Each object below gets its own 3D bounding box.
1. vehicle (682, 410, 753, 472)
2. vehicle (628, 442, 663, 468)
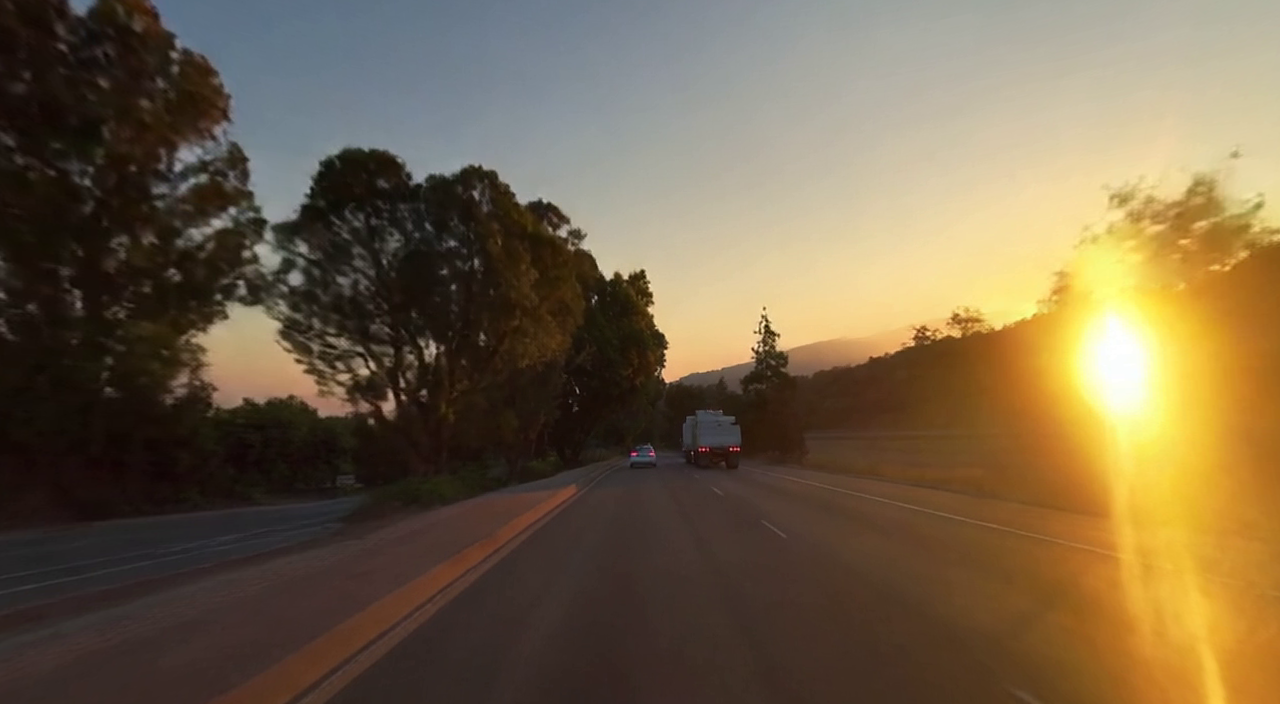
[{"bbox_3d":[4.290,5.167,36.544,3.015,3.211,7.982,0,-8,-1],"label":"vehicle"},{"bbox_3d":[0.373,6.624,40.722,2.170,1.544,4.373,0,-8,1],"label":"vehicle"}]
